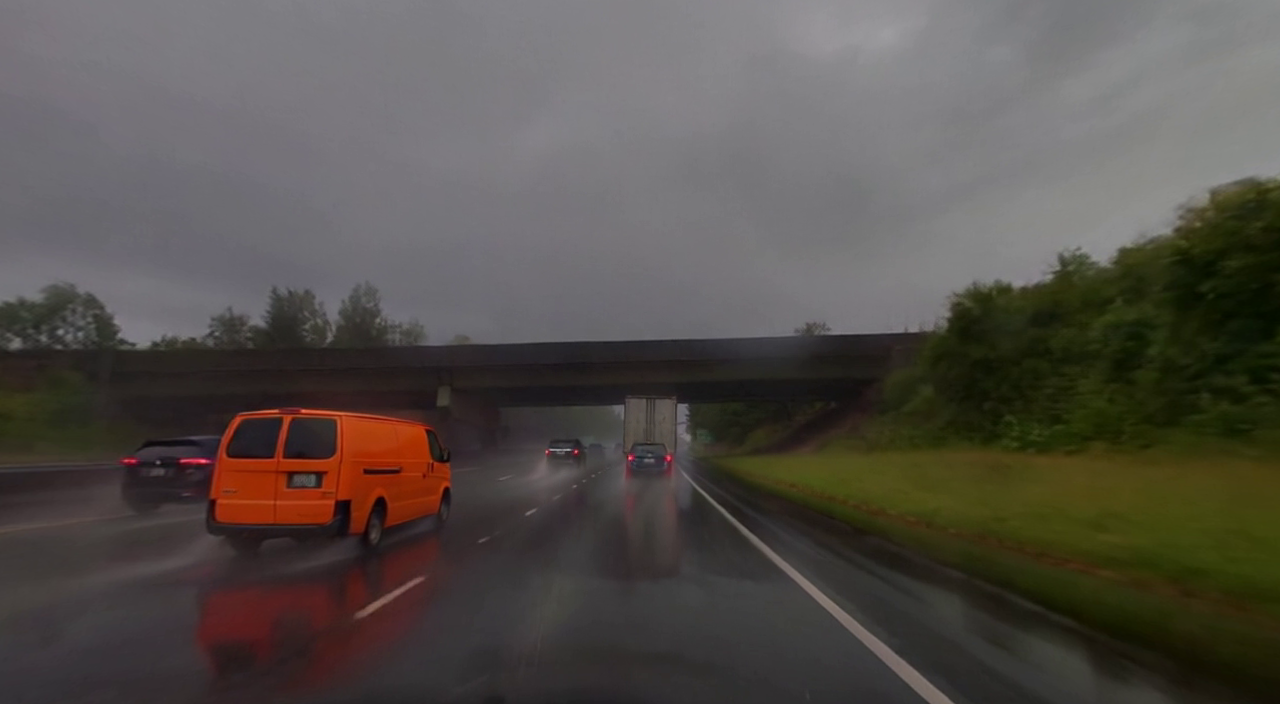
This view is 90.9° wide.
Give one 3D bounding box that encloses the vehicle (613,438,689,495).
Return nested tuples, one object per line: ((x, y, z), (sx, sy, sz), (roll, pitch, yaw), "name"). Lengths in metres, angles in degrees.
((0.274, 3.288, 18.364), (1.991, 1.507, 3.391), (0, -9, 0), "vehicle")

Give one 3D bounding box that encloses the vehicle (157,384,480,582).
((-3.580, 1.547, 8.063), (1.951, 1.882, 3.979), (0, -9, 1), "vehicle")

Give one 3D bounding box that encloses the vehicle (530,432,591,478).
((-3.380, 4.509, 27.740), (2.068, 1.862, 4.234), (0, -9, 1), "vehicle")
